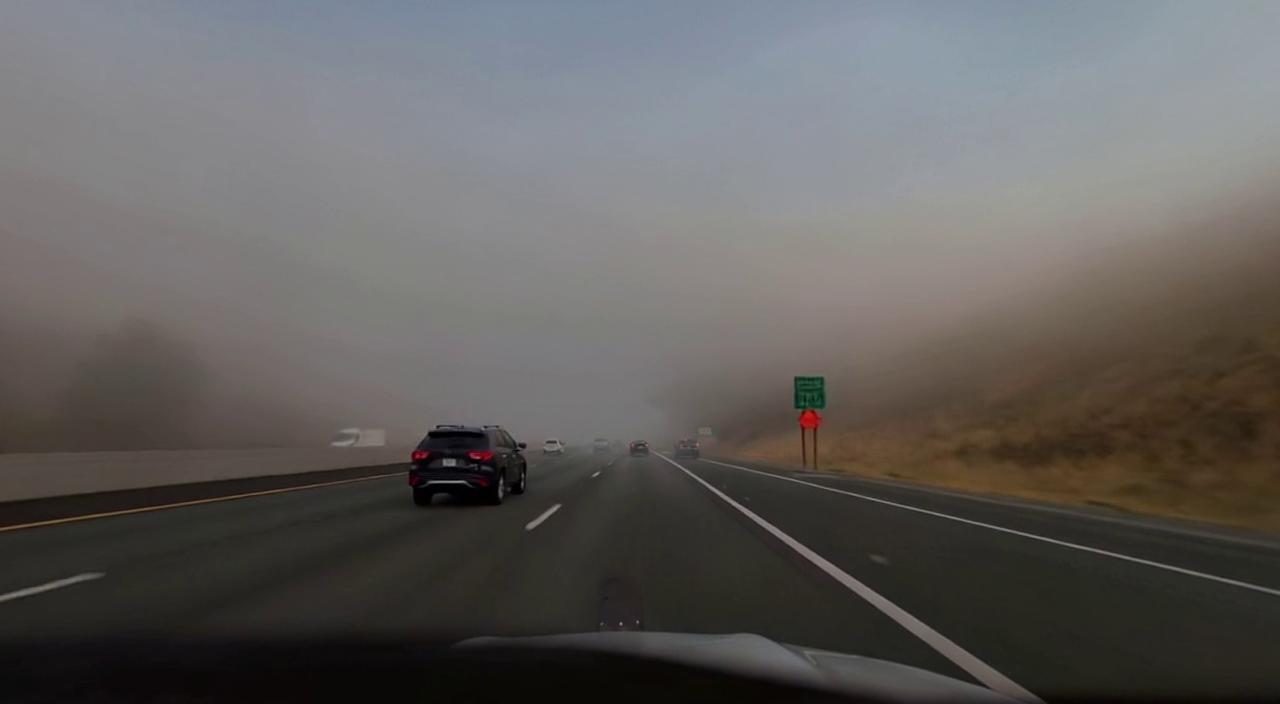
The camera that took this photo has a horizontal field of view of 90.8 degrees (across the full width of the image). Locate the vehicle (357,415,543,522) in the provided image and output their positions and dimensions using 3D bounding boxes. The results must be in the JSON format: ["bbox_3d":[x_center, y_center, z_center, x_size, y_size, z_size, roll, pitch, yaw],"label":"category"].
[{"bbox_3d":[-3.398,2.214,12.479,2.166,1.700,4.661,0,-8,1],"label":"vehicle"}]
